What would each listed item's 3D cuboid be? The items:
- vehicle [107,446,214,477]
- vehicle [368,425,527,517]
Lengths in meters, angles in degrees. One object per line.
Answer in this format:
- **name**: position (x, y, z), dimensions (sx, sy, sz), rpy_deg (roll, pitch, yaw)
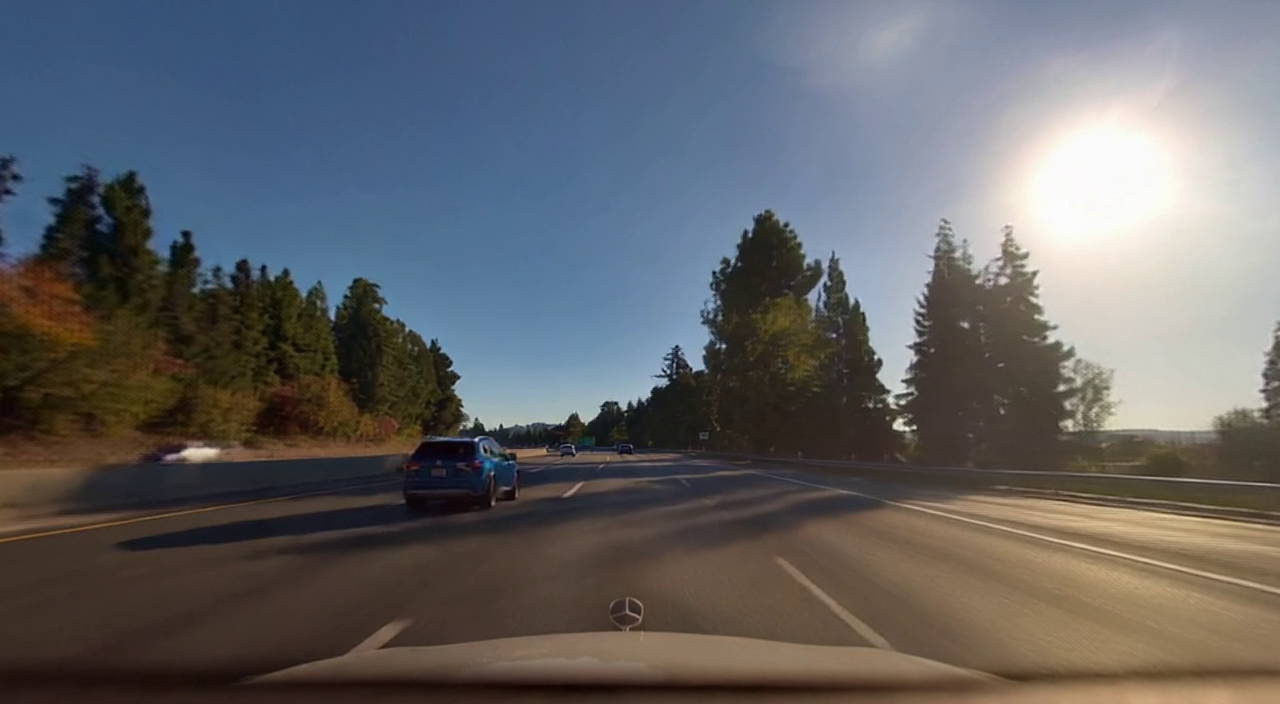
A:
- **vehicle**: position (-25.538, 5.842, 33.859), dimensions (2.031, 1.489, 4.795), rpy_deg (0, -8, -1)
- **vehicle**: position (-4.068, 2.585, 14.284), dimensions (2.162, 1.724, 4.537), rpy_deg (0, -8, 0)
